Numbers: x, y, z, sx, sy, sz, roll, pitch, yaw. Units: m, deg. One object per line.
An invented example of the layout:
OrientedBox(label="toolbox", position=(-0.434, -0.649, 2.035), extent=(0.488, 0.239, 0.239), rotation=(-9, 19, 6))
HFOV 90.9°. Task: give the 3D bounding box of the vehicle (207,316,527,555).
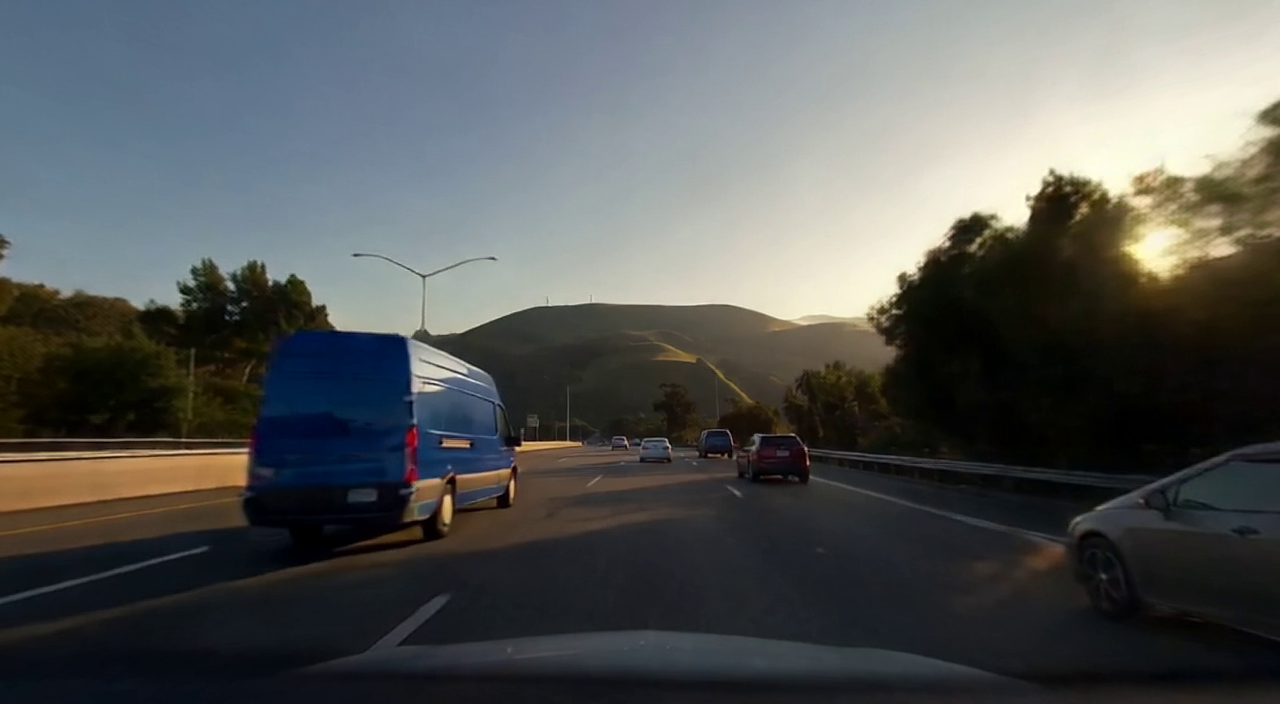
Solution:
OrientedBox(label="vehicle", position=(-3.544, 1.329, 9.951), extent=(2.396, 2.664, 5.735), rotation=(0, -8, 0))

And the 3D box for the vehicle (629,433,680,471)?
OrientedBox(label="vehicle", position=(0.581, 4.338, 27.567), extent=(2.054, 1.504, 3.890), rotation=(0, -8, 0))

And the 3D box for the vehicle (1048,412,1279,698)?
OrientedBox(label="vehicle", position=(4.407, 1.008, 2.931), extent=(2.050, 1.491, 4.362), rotation=(0, -8, -1))

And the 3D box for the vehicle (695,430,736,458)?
OrientedBox(label="vehicle", position=(5.256, 6.495, 44.599), extent=(2.229, 1.837, 4.710), rotation=(0, -8, -1))

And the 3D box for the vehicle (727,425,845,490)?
OrientedBox(label="vehicle", position=(4.063, 3.019, 18.343), extent=(2.270, 1.660, 4.101), rotation=(0, -8, -3))
